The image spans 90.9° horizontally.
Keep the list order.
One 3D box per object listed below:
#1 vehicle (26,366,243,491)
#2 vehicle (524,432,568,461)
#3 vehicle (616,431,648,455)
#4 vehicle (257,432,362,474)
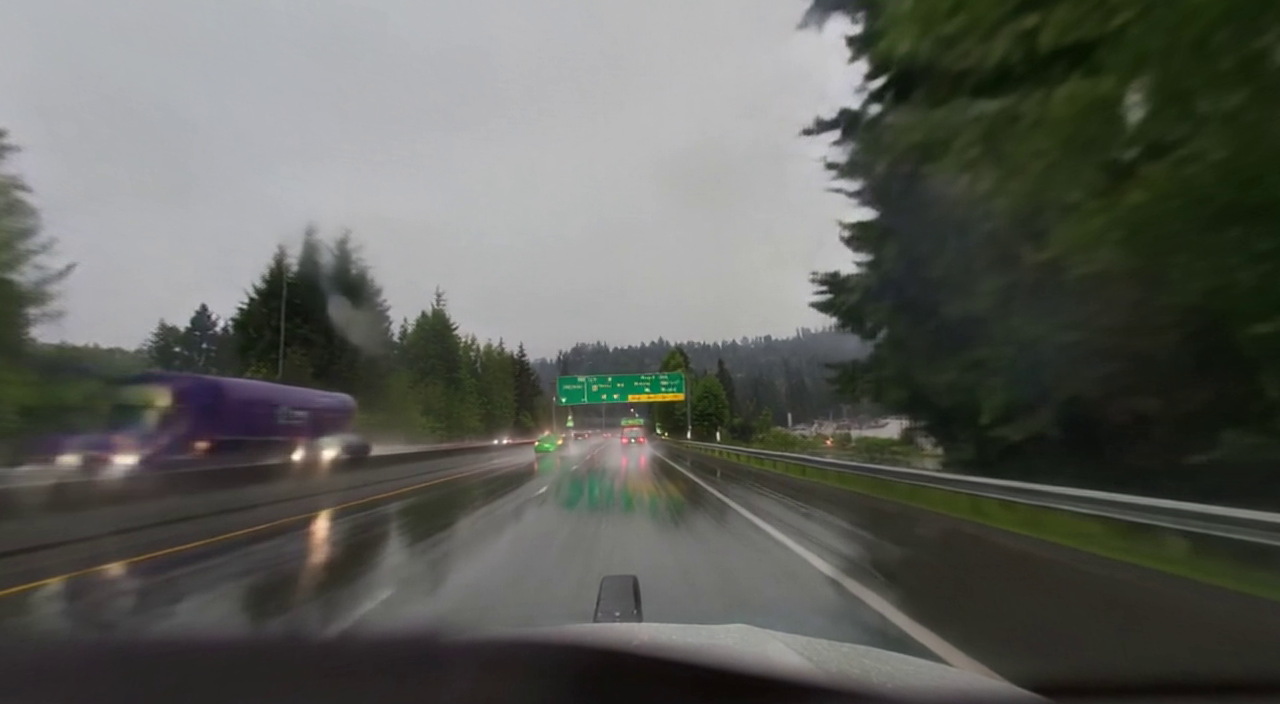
[{"bbox_3d":[-17.930,2.798,22.998,2.987,3.956,5.796,0,-8,-2],"label":"vehicle"},{"bbox_3d":[-5.095,5.142,34.486,1.959,1.514,3.668,0,-8,-2],"label":"vehicle"},{"bbox_3d":[-0.579,6.398,44.389,2.139,1.561,4.060,0,-8,-1],"label":"vehicle"},{"bbox_3d":[-13.193,4.035,25.528,1.890,1.523,4.519,0,-8,-2],"label":"vehicle"}]
